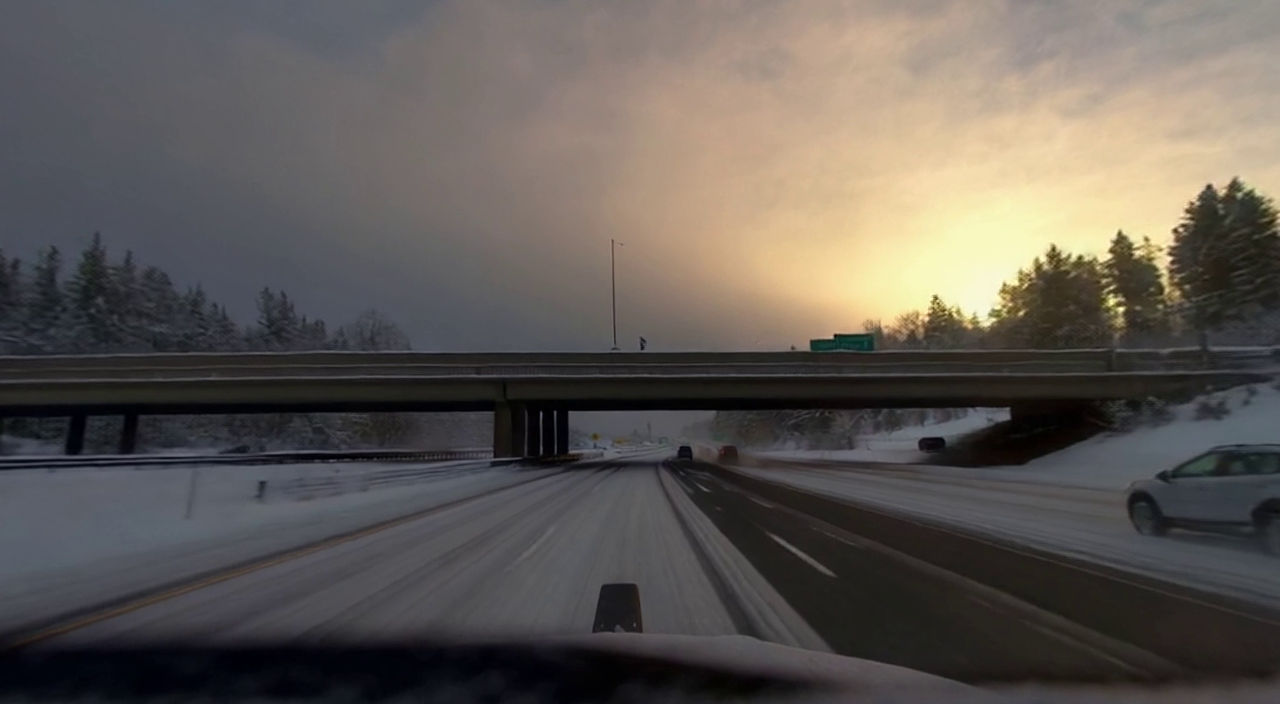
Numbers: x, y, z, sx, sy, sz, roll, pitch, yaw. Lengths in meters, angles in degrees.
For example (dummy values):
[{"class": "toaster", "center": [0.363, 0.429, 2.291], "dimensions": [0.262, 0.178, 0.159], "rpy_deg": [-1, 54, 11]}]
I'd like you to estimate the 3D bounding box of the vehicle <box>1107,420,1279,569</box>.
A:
[{"class": "vehicle", "center": [7.935, 1.606, 7.210], "dimensions": [1.862, 1.613, 4.316], "rpy_deg": [0, -9, 0]}]
